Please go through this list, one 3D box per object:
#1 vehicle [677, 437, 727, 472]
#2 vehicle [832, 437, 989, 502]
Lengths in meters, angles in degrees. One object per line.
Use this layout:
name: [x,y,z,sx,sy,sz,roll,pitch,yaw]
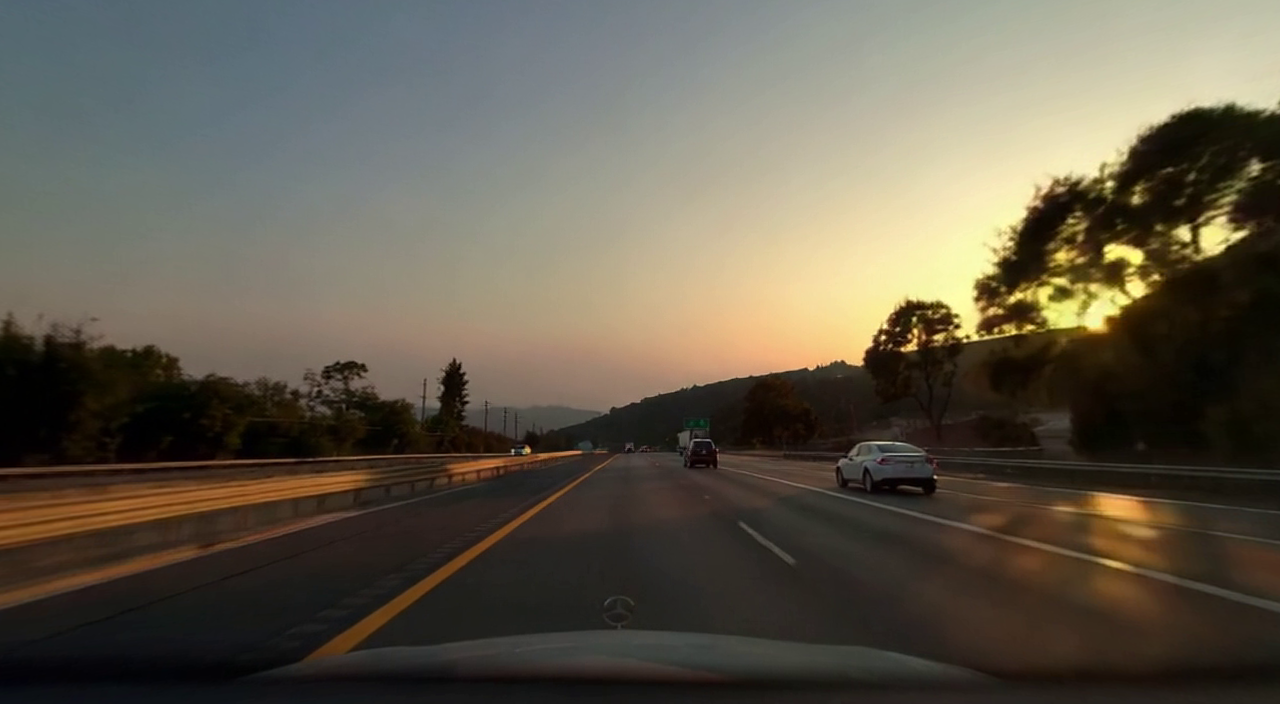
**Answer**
vehicle: [3.375,5.702,35.322,2.141,1.785,4.778,0,-8,-2]
vehicle: [7.141,3.138,17.408,2.046,1.509,4.929,0,-8,-2]
